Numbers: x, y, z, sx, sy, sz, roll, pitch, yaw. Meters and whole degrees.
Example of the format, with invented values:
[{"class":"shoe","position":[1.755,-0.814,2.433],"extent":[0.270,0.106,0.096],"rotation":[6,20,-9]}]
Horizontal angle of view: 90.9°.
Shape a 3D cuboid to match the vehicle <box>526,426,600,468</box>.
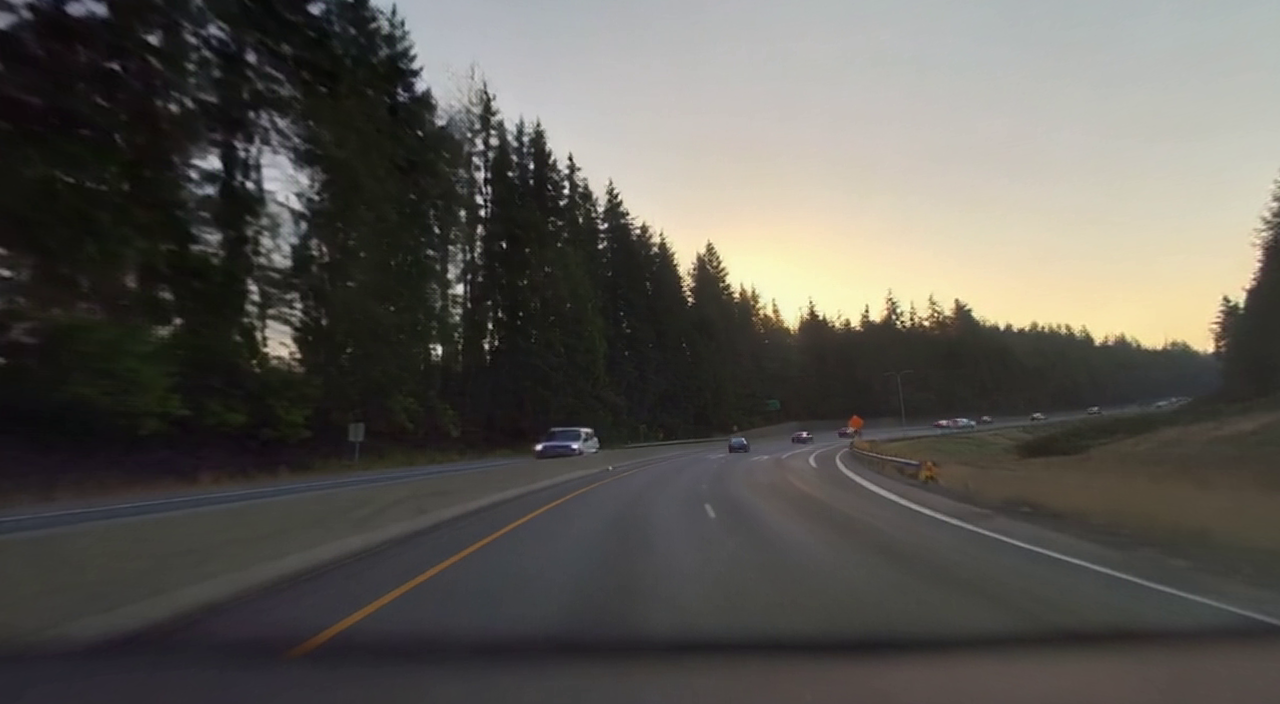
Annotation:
[{"class":"vehicle","position":[-3.472,4.491,29.808],"extent":[2.103,1.772,5.645],"rotation":[-1,-8,8]}]
